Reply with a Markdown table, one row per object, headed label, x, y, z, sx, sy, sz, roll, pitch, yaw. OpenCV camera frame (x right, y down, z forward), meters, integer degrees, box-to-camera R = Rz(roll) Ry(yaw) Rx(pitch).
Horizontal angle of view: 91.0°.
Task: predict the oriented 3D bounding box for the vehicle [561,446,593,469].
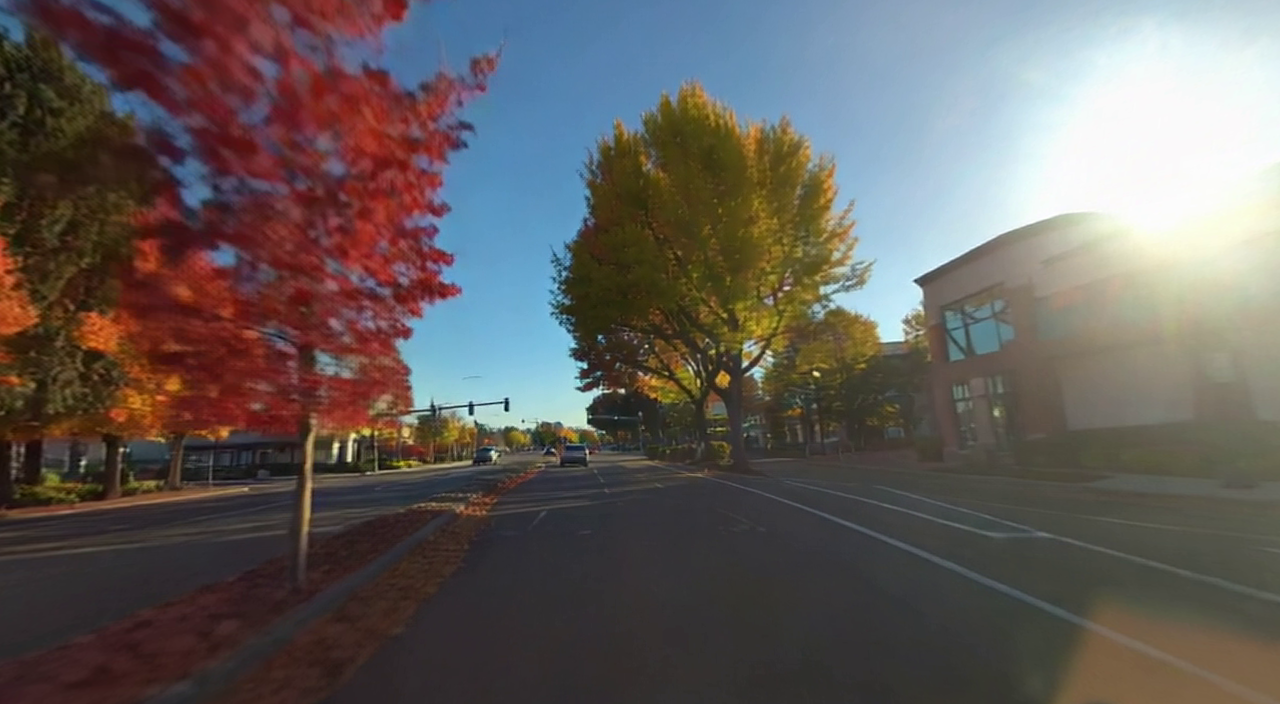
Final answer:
| label | x | y | z | sx | sy | sz | roll | pitch | yaw |
| --- | --- | --- | --- | --- | --- | --- | --- | --- | --- |
| vehicle | -4.237 | 7.160 | 42.976 | 2.018 | 1.512 | 4.304 | 1 | -9 | -4 |
